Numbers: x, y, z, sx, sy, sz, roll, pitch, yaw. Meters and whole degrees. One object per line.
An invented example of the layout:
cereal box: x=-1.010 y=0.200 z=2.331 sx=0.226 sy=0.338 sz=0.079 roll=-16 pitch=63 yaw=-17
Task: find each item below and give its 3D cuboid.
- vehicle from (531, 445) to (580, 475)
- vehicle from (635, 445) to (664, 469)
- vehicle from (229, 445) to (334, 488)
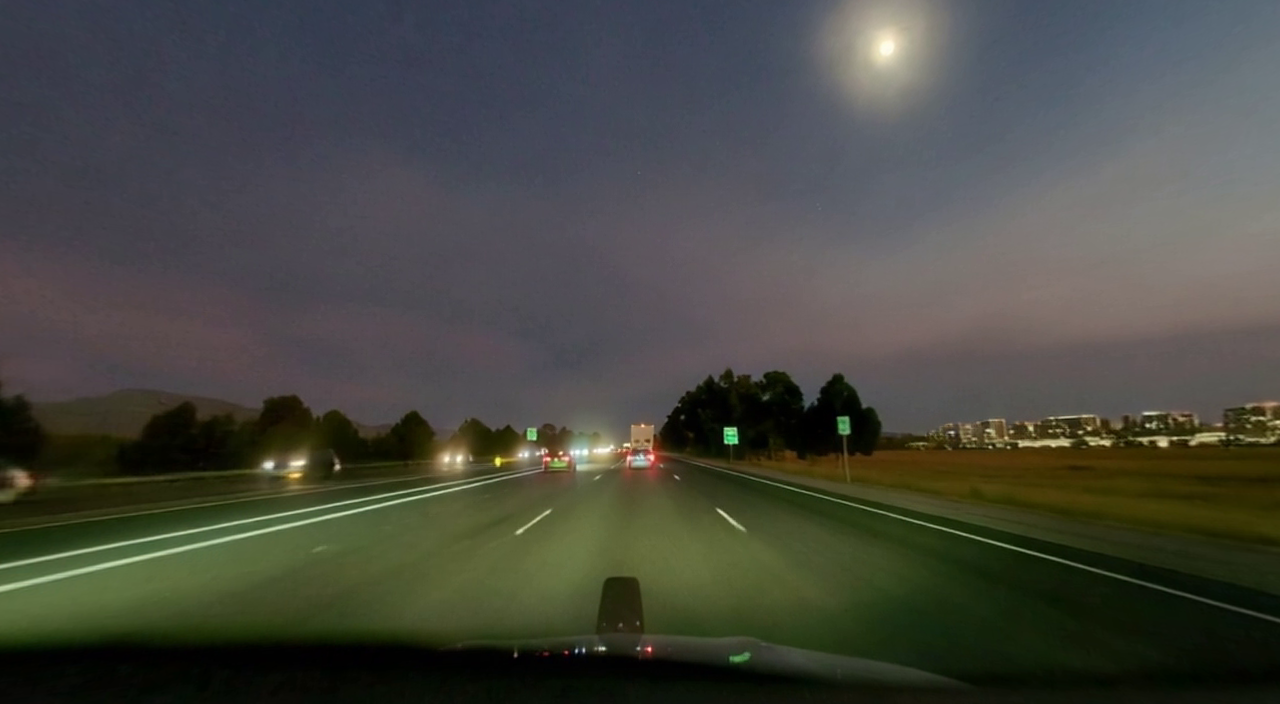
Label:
vehicle: x=-4.539 y=5.887 z=34.576 sx=2.172 sy=1.548 sz=3.953 roll=0 pitch=-9 yaw=0
vehicle: x=0.632 y=7.465 z=45.042 sx=1.992 sy=1.593 sz=3.937 roll=0 pitch=-9 yaw=-1
vehicle: x=-16.824 y=5.369 z=29.993 sx=2.042 sy=1.832 sz=5.018 roll=0 pitch=-9 yaw=-1
